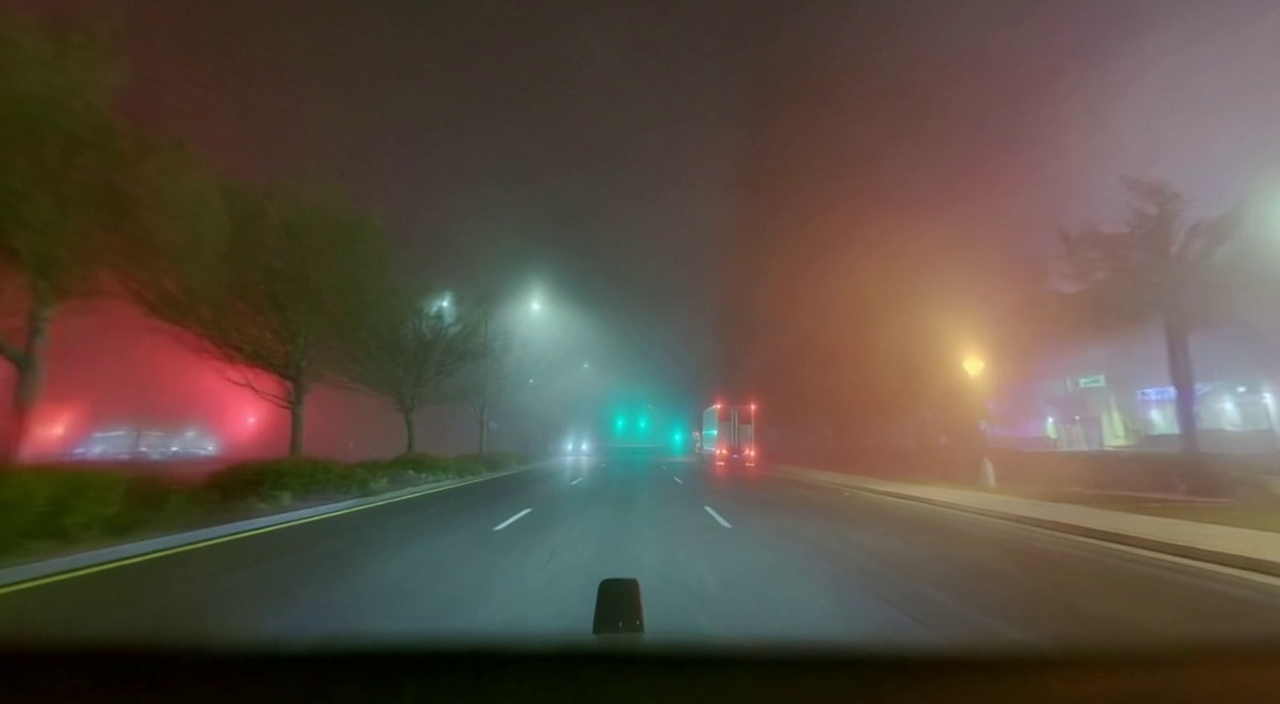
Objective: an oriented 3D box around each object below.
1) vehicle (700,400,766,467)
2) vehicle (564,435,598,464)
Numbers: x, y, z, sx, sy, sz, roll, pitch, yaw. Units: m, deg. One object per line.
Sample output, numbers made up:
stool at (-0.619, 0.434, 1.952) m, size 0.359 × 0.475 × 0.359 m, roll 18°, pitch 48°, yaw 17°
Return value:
vehicle at (6.101, 5.625, 43.091) m, size 2.981 × 4.106 × 8.794 m, roll 0°, pitch -9°, yaw -1°
vehicle at (-4.491, 7.514, 48.918) m, size 2.270 × 2.068 × 5.865 m, roll 0°, pitch -9°, yaw -2°
